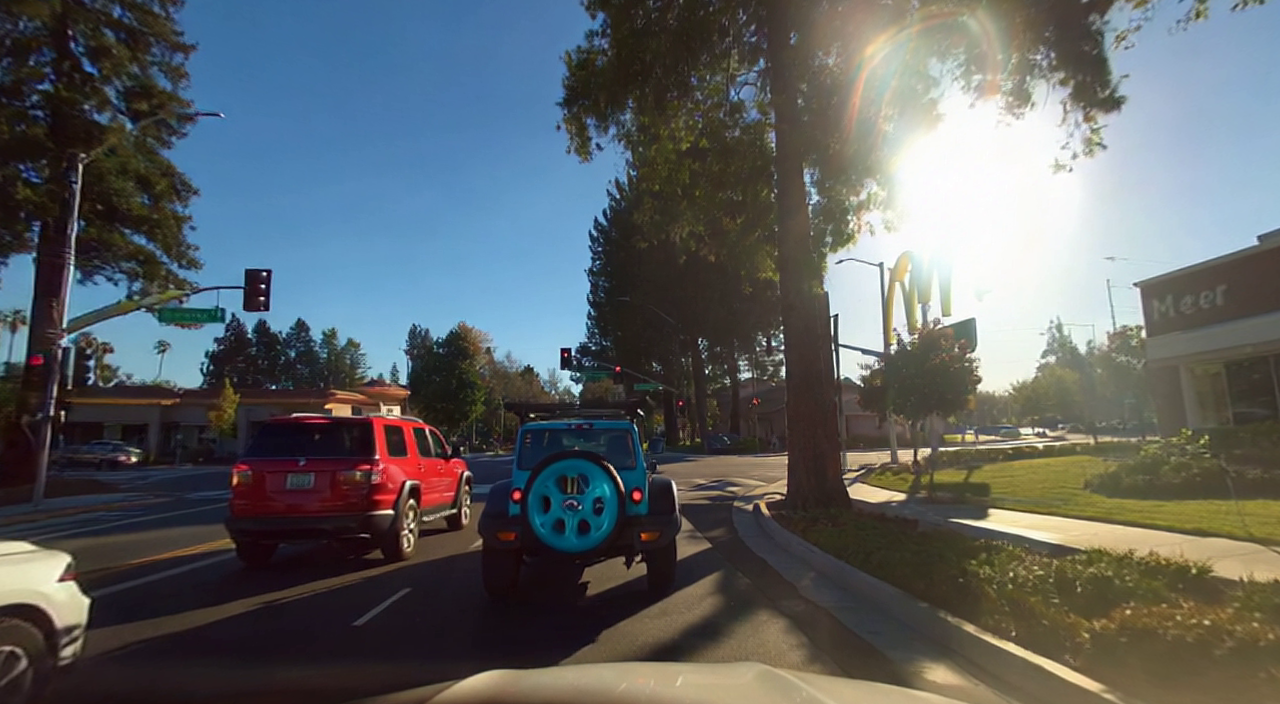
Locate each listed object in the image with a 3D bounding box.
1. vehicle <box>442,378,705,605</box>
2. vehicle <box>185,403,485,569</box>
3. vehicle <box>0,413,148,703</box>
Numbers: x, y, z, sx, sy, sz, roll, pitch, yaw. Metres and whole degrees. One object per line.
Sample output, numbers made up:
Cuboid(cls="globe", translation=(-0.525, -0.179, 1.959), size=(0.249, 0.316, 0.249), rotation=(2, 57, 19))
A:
Cuboid(cls="vehicle", translation=(-0.617, 1.527, 7.787), size=(2.224, 1.923, 4.643), rotation=(0, -8, -2))
Cuboid(cls="vehicle", translation=(-3.914, 1.806, 9.259), size=(2.130, 1.819, 4.497), rotation=(0, -9, 0))
Cuboid(cls="vehicle", translation=(-3.891, 0.807, 1.424), size=(1.941, 1.479, 4.541), rotation=(0, -8, -1))
